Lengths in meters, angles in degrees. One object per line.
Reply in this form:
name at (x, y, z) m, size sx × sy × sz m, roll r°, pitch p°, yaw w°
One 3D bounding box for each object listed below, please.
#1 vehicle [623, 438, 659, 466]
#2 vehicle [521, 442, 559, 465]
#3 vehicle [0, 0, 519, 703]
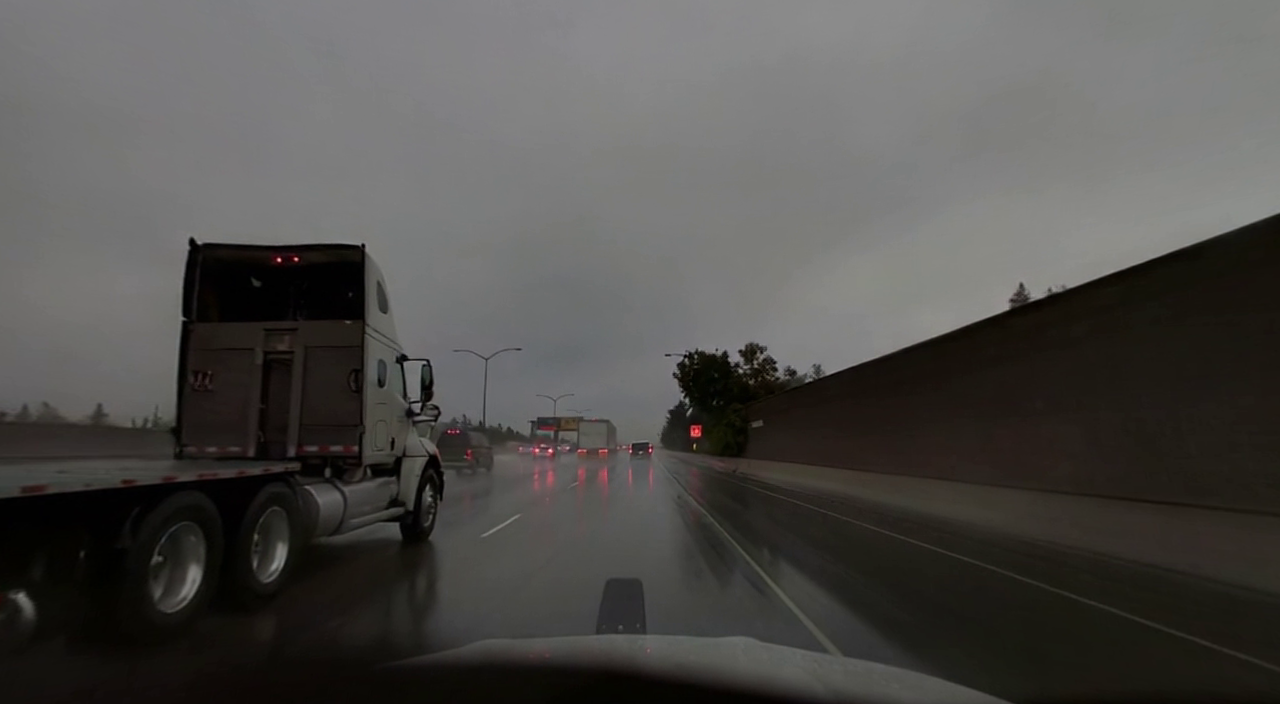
vehicle at (0.068, 6.376, 40.182) m, size 2.178 × 1.640 × 4.071 m, roll 0°, pitch -8°, yaw 1°
vehicle at (-6.960, 7.106, 44.223) m, size 1.962 × 1.489 × 4.002 m, roll 0°, pitch -8°, yaw 1°
vehicle at (-3.709, 0.605, 6.244) m, size 3.025 × 3.266 × 9.256 m, roll 0°, pitch -8°, yaw 1°
